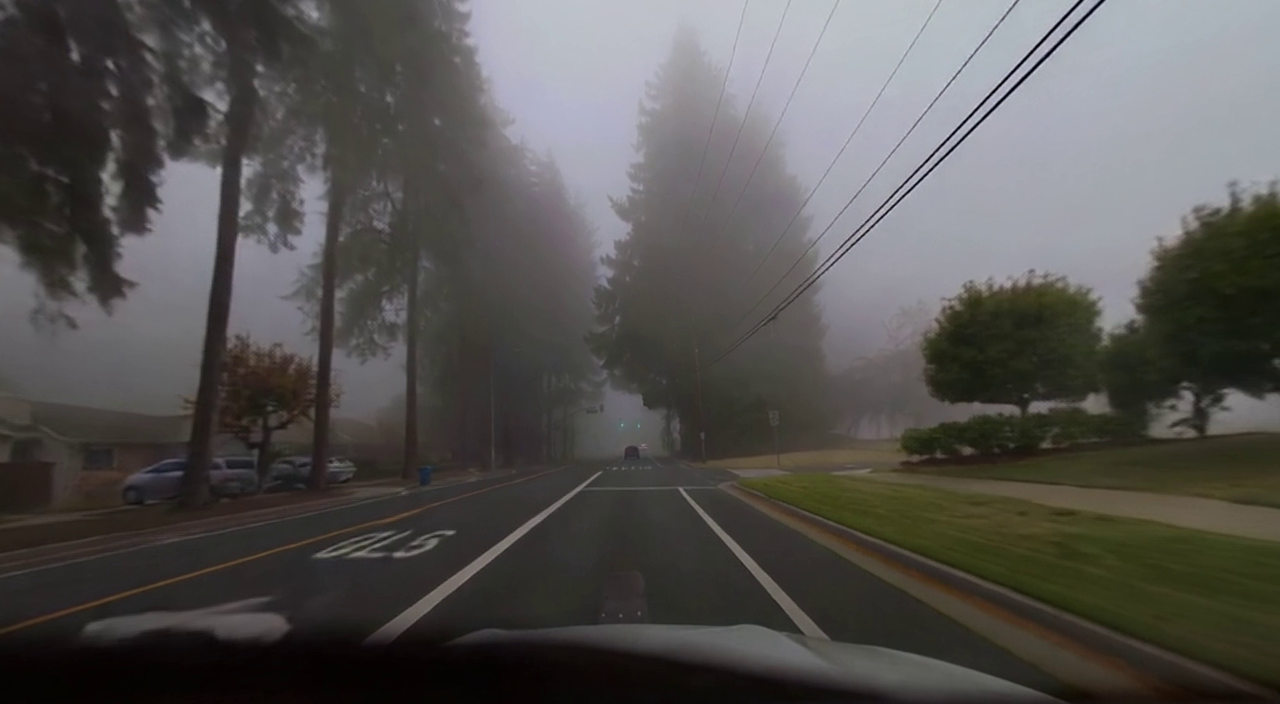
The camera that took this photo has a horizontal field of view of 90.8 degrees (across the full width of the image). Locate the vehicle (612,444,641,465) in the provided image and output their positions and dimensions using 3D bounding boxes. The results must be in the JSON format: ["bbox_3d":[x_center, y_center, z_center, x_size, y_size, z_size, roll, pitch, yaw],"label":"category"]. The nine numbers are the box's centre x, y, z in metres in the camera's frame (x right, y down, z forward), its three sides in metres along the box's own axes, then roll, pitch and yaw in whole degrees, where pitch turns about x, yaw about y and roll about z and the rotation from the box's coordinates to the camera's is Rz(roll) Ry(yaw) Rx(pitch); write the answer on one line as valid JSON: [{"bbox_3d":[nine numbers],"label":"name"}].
[{"bbox_3d":[-1.005,7.743,48.064,2.104,1.500,3.815,0,-8,-1],"label":"vehicle"}]

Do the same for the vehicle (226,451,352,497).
[{"bbox_3d":[-16.141,5.612,29.281,2.043,1.803,4.631,-12,-13,37],"label":"vehicle"}]

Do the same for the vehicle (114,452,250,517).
[{"bbox_3d":[-16.658,4.739,23.427,2.378,1.922,5.801,0,-8,-18],"label":"vehicle"}]
